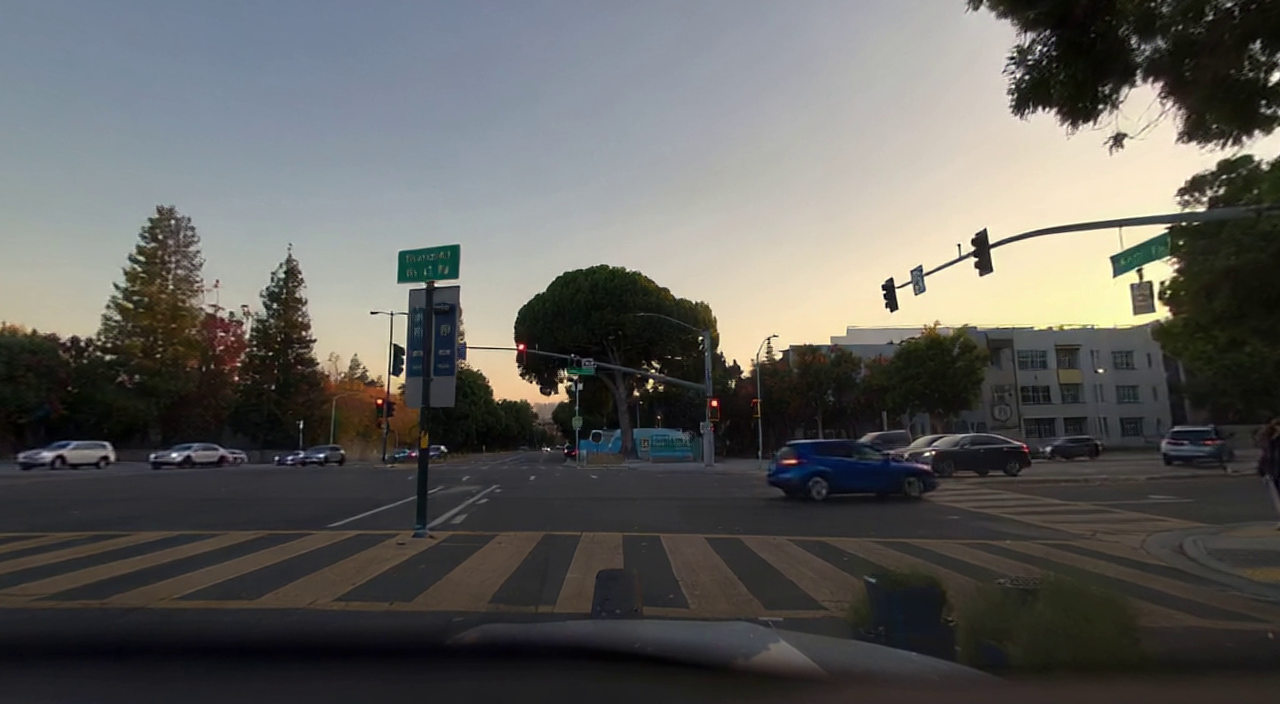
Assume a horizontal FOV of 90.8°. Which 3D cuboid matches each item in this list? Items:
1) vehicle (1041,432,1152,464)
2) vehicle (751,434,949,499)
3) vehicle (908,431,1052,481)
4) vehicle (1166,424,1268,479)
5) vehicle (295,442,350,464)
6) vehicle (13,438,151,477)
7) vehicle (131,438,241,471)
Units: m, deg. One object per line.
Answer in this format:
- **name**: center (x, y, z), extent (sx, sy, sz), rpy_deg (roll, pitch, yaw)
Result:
- **vehicle**: center (27.760, 5.880, 38.779), extent (2.457, 1.777, 6.196), rpy_deg (-1, -8, 3)
- **vehicle**: center (5.214, 2.900, 16.183), extent (4.312, 1.540, 2.007), rpy_deg (0, -8, -1)
- **vehicle**: center (12.941, 3.920, 24.068), extent (4.742, 1.762, 2.180), rpy_deg (3, -9, -22)
- **vehicle**: center (21.419, 3.644, 23.388), extent (4.509, 1.821, 2.066), rpy_deg (7, -11, -40)
- **vehicle**: center (-24.813, 7.925, 49.570), extent (2.056, 1.604, 4.436), rpy_deg (0, -8, -2)
- **vehicle**: center (-31.008, 5.846, 35.486), extent (2.456, 1.961, 5.978), rpy_deg (0, -8, -3)
- **vehicle**: center (-27.586, 6.248, 38.742), extent (2.388, 1.858, 6.056), rpy_deg (0, -8, -2)
